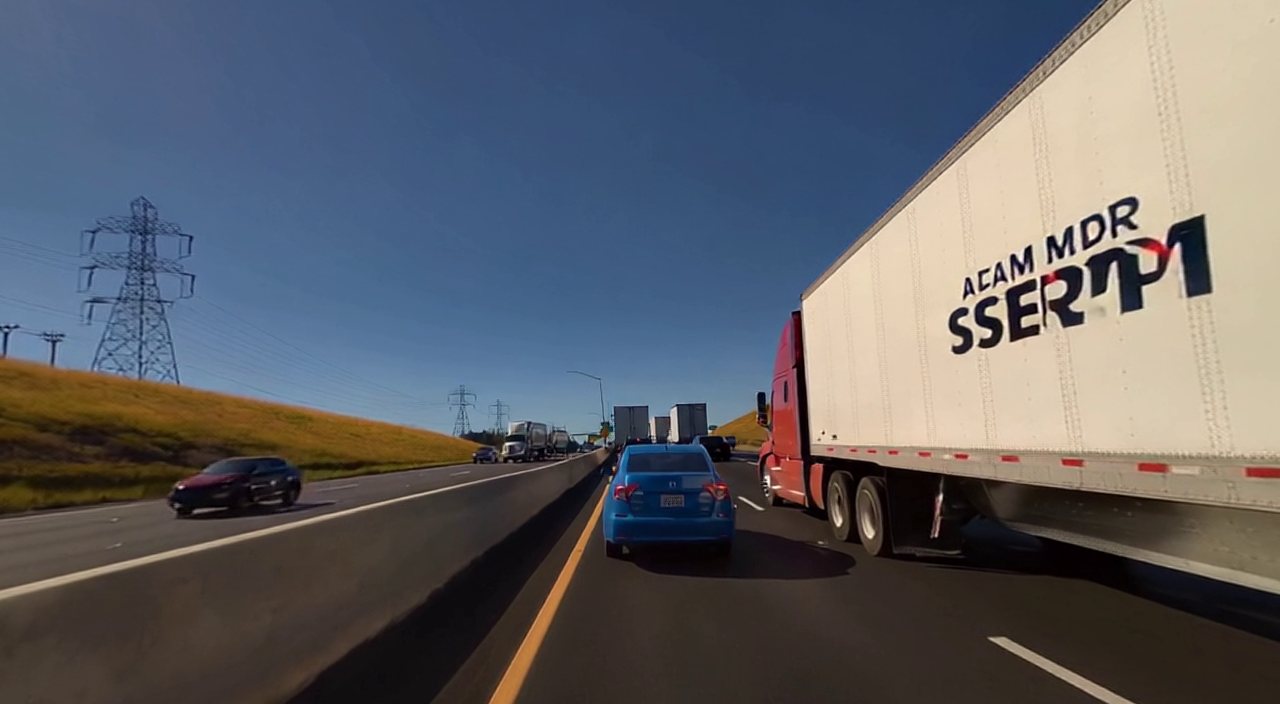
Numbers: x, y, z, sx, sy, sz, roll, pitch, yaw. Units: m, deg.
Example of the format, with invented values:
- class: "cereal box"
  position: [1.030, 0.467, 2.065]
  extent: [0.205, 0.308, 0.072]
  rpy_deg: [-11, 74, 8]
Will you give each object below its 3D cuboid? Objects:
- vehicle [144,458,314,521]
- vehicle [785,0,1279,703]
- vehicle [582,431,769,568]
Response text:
- class: "vehicle"
  position: [-11.777, 3.925, 18.508]
  extent: [1.914, 1.478, 4.597]
  rpy_deg: [-1, -8, 0]
- class: "vehicle"
  position: [4.126, -0.242, 2.989]
  extent: [3.138, 4.065, 14.276]
  rpy_deg: [0, -8, -1]
- class: "vehicle"
  position: [0.331, 1.867, 8.728]
  extent: [2.045, 1.446, 3.597]
  rpy_deg: [0, -8, -2]
